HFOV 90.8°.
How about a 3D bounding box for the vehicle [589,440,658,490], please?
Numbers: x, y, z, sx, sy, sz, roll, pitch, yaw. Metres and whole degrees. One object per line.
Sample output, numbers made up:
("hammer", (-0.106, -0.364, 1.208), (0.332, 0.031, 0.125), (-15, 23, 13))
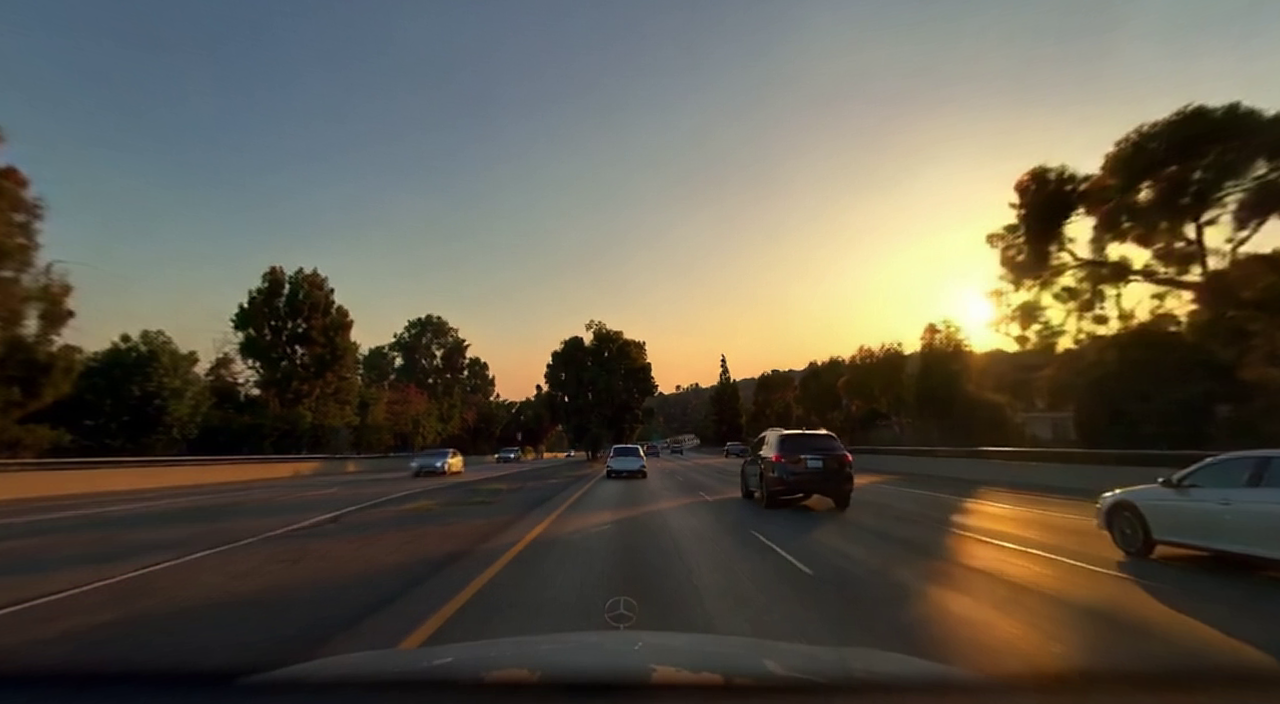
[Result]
("vehicle", (-0.502, 3.640, 20.689), (2.040, 1.451, 3.736), (0, -9, 0))

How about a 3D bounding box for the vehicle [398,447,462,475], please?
("vehicle", (-11.486, 5.972, 34.911), (2.022, 1.447, 4.427), (0, -8, 0))

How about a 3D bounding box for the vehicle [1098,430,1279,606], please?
("vehicle", (6.601, 1.339, 4.951), (2.434, 1.467, 4.726), (0, -8, -1))

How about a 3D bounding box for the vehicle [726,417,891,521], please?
("vehicle", (3.322, 2.421, 13.589), (2.186, 1.842, 4.553), (0, -9, -1))
